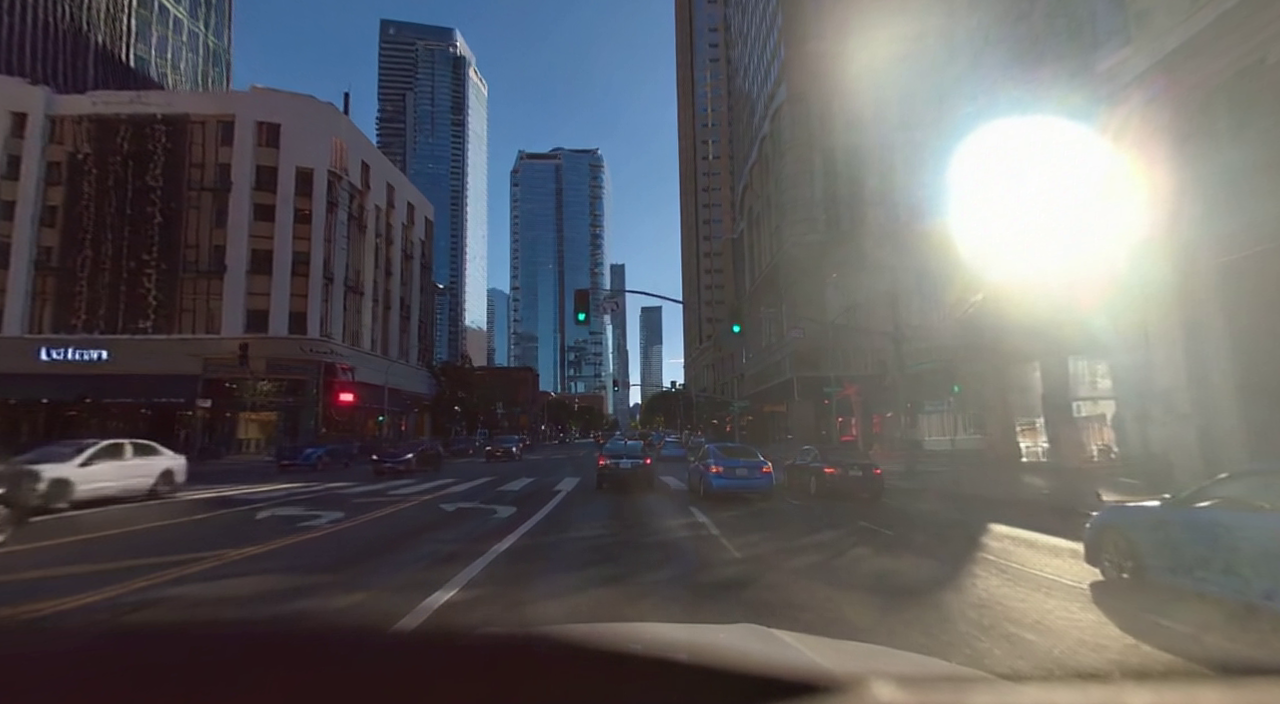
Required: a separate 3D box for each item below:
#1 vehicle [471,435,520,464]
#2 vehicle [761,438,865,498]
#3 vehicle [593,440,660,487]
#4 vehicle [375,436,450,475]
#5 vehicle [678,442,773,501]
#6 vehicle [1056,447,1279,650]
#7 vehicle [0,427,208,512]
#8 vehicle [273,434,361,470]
[{"bbox_3d":[-9.795,6.657,43.221,2.142,1.817,4.823,0,-9,0],"label":"vehicle"},{"bbox_3d":[5.528,3.746,20.864,2.015,1.745,4.444,0,-9,-2],"label":"vehicle"},{"bbox_3d":[-0.446,3.822,21.937,2.096,1.457,4.160,0,-9,-1],"label":"vehicle"},{"bbox_3d":[-10.160,4.660,28.593,1.879,1.637,4.100,0,-9,0],"label":"vehicle"},{"bbox_3d":[2.327,3.378,18.369,1.987,1.484,4.427,0,-9,-2],"label":"vehicle"},{"bbox_3d":[5.686,1.454,4.707,1.914,1.484,4.639,0,-9,-1],"label":"vehicle"},{"bbox_3d":[-12.525,2.686,14.828,1.929,1.693,4.070,0,-9,-2],"label":"vehicle"},{"bbox_3d":[-16.184,5.061,31.983,2.087,1.676,4.567,0,-9,-1],"label":"vehicle"}]
